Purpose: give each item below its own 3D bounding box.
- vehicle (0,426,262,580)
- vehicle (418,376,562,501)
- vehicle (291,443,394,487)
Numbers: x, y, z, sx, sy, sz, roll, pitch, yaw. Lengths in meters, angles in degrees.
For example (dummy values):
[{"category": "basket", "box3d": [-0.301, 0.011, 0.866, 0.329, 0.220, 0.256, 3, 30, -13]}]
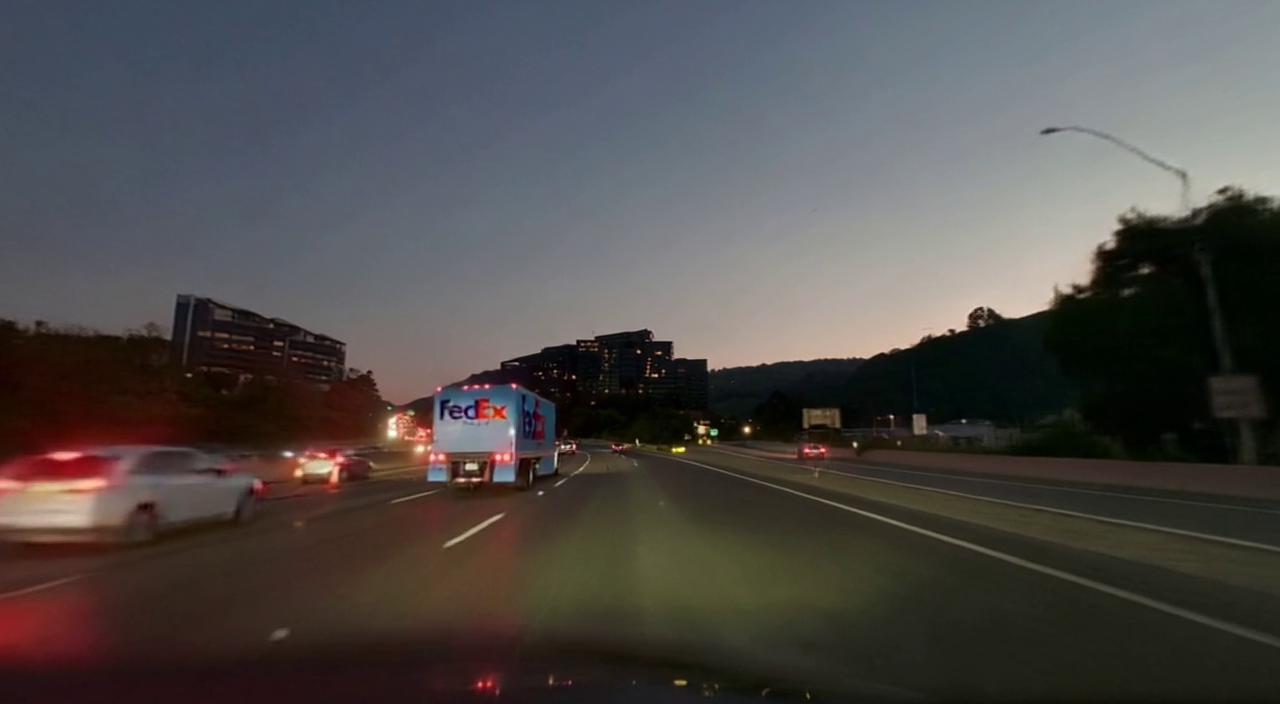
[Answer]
[{"category": "vehicle", "box3d": [-7.926, 1.953, 9.050, 2.143, 1.628, 4.559, 0, -8, 0]}, {"category": "vehicle", "box3d": [-4.365, 2.786, 20.236, 2.798, 3.212, 7.573, 0, -8, -1]}, {"category": "vehicle", "box3d": [-11.942, 4.523, 25.763, 1.981, 1.607, 4.703, 0, -8, -1]}]
